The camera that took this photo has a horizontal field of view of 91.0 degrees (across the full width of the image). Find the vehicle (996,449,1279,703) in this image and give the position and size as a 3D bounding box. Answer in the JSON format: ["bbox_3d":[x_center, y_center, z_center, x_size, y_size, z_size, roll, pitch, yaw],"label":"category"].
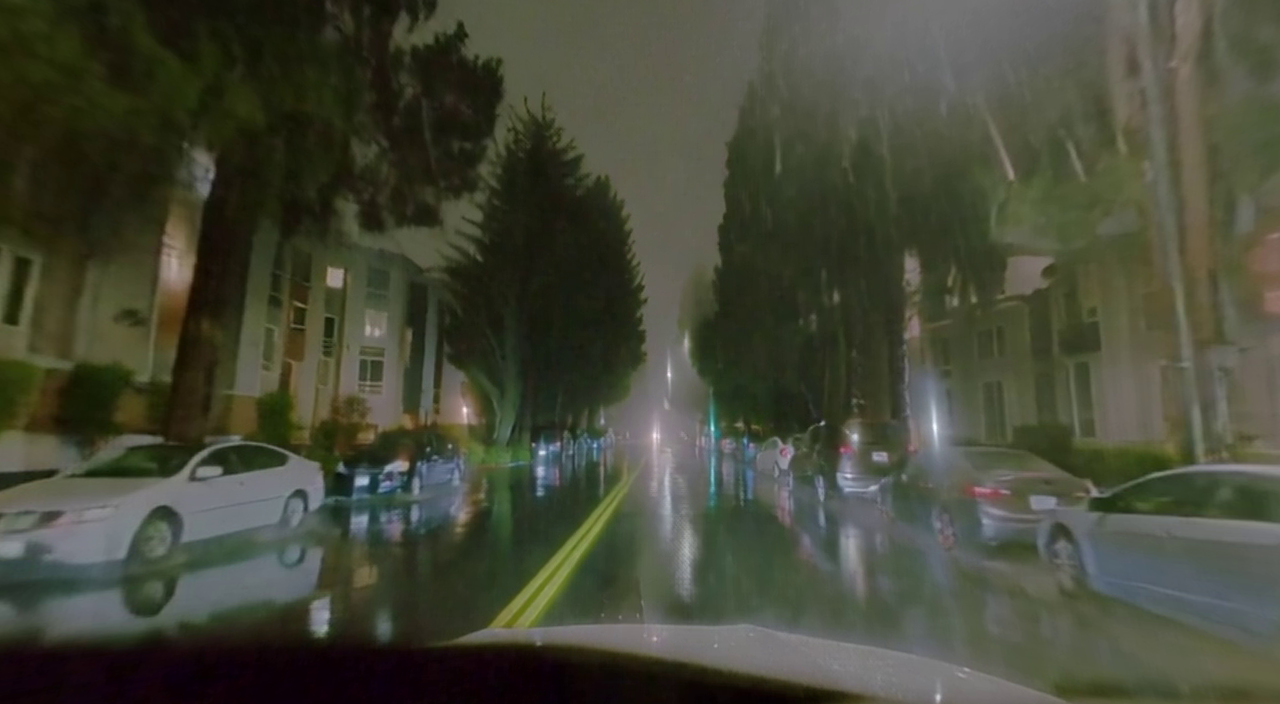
[{"bbox_3d":[4.672,1.392,4.329,1.977,1.410,4.744,-1,-9,4],"label":"vehicle"}]

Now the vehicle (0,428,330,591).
[{"bbox_3d":[-6.336,1.877,8.317,2.067,1.510,4.501,-2,-9,2],"label":"vehicle"}]

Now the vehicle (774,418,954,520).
[{"bbox_3d":[5.039,2.738,15.400,2.365,1.970,6.011,0,-9,2],"label":"vehicle"}]

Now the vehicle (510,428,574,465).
[{"bbox_3d":[-5.285,5.262,34.606,2.384,1.781,5.492,-3,-10,2],"label":"vehicle"}]

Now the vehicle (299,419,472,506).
[{"bbox_3d":[-6.270,2.851,16.382,2.235,1.802,5.138,-3,-10,2],"label":"vehicle"}]
